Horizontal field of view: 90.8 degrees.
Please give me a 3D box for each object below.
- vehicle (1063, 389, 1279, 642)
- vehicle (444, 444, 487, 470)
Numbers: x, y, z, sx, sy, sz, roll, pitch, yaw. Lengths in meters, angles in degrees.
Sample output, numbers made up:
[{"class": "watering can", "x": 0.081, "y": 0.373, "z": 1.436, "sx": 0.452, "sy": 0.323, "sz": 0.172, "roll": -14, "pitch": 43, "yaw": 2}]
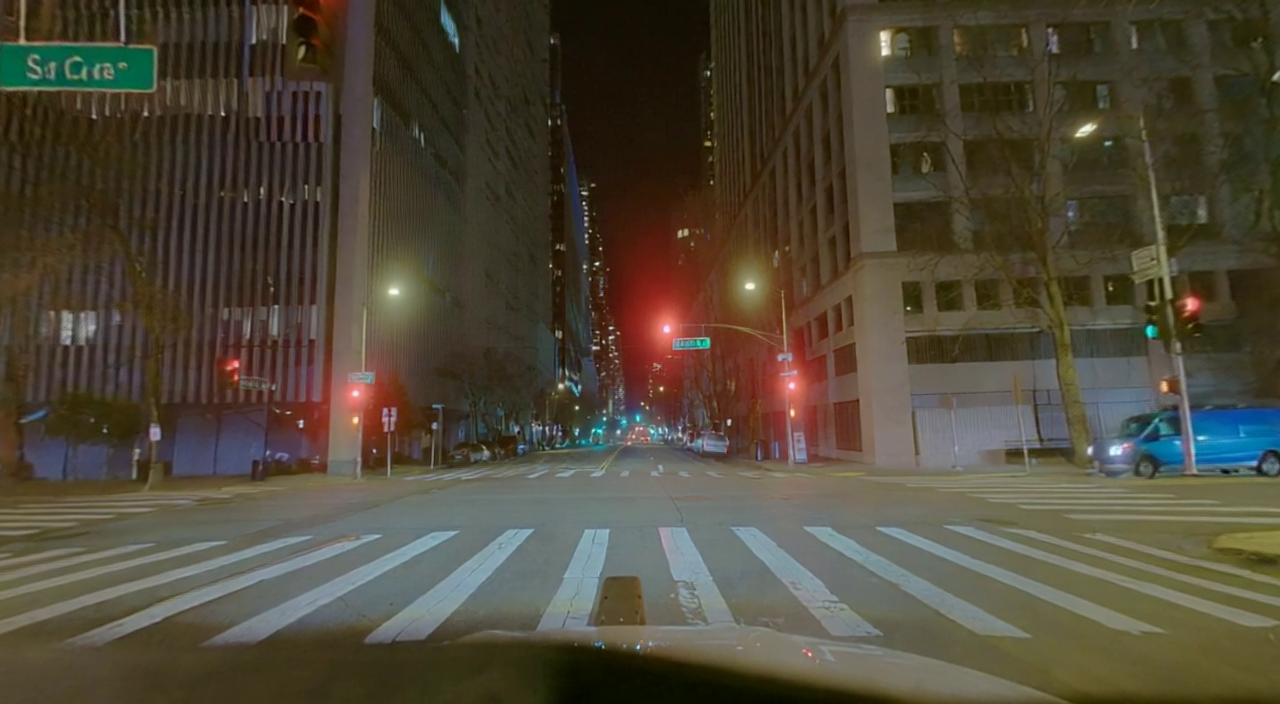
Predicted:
[{"class": "vehicle", "x": 5.664, "y": 1.134, "z": 4.287, "sx": 2.070, "sy": 1.804, "sz": 4.881, "roll": 0, "pitch": -8, "yaw": -2}, {"class": "vehicle", "x": -12.471, "y": 7.502, "z": 45.371, "sx": 1.935, "sy": 1.639, "sz": 4.244, "roll": -3, "pitch": -8, "yaw": -2}]
